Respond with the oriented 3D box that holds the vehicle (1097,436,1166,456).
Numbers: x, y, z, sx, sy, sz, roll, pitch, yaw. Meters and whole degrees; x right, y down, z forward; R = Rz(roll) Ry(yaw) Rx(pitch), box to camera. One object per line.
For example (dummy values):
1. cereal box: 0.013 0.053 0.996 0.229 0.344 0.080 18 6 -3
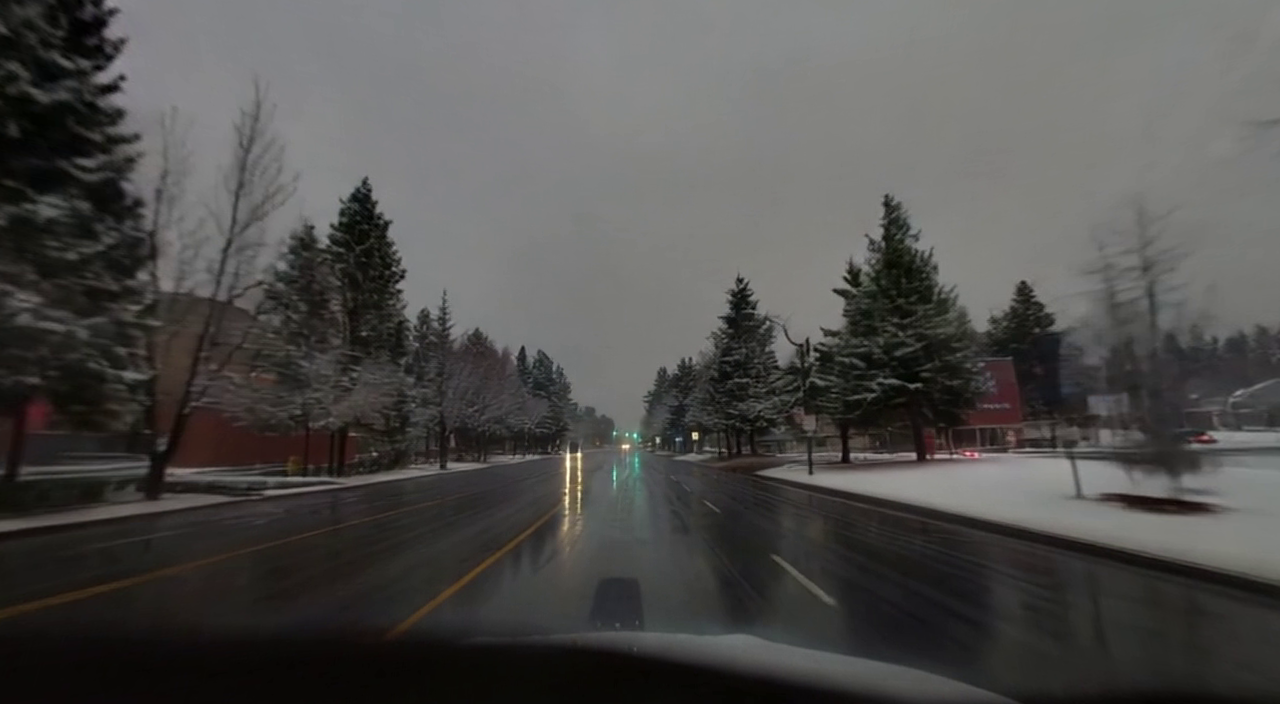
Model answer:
1. vehicle: 38.661 7.424 49.817 1.860 1.467 4.614 0 -9 2
